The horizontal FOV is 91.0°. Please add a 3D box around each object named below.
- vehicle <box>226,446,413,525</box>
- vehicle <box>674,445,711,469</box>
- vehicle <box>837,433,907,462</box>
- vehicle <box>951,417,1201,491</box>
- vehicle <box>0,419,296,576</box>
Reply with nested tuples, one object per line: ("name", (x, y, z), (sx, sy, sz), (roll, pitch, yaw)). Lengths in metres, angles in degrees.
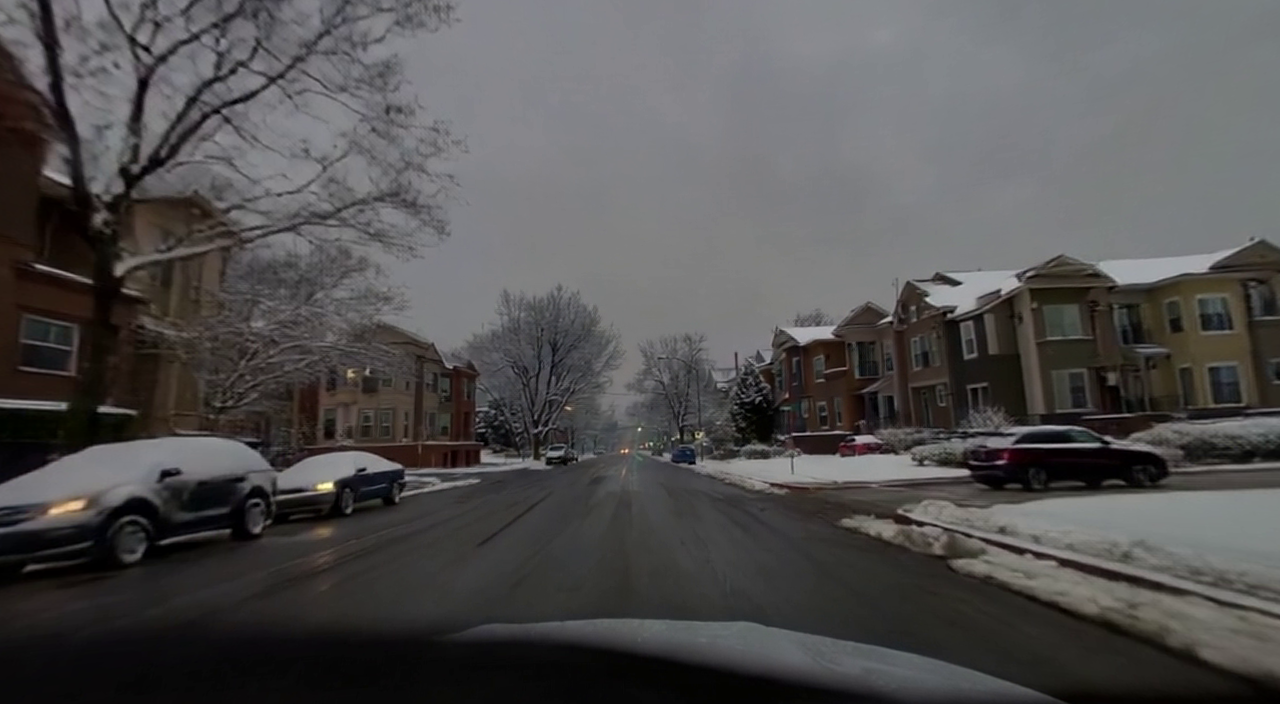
("vehicle", (-7.208, 3.016, 14.863), (1.912, 1.466, 4.754), (-2, -9, 1))
("vehicle", (3.417, 6.915, 41.735), (1.956, 1.468, 4.698), (0, -9, -2))
("vehicle", (13.151, 5.488, 36.074), (2.068, 1.522, 4.810), (0, -9, -2))
("vehicle", (10.850, 2.575, 16.013), (4.726, 1.731, 2.075), (0, -9, 3))
("vehicle", (-7.446, 2.066, 9.455), (2.136, 1.758, 4.297), (-2, -10, -1))
